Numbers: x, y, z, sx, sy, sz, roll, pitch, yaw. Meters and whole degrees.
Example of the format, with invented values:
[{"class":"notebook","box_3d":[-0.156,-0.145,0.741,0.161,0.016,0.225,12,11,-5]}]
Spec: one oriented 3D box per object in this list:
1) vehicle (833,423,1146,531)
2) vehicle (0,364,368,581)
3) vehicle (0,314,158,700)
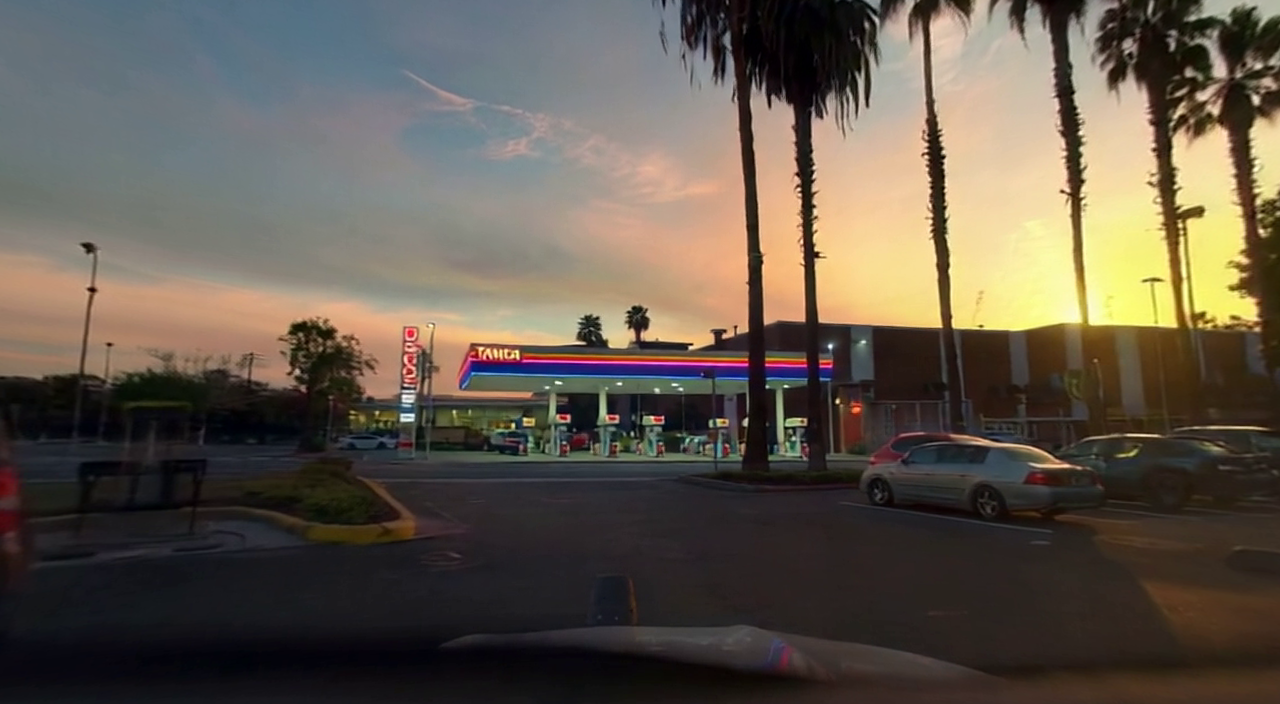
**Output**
[{"class":"vehicle","box_3d":[5.837,2.126,11.331,1.937,1.490,4.564,3,-9,-24]},{"class":"vehicle","box_3d":[-6.444,1.486,8.512,5.855,1.950,2.445,-7,-11,37]},{"class":"vehicle","box_3d":[-6.465,1.077,4.896,6.836,2.006,2.434,-7,-11,37]}]
